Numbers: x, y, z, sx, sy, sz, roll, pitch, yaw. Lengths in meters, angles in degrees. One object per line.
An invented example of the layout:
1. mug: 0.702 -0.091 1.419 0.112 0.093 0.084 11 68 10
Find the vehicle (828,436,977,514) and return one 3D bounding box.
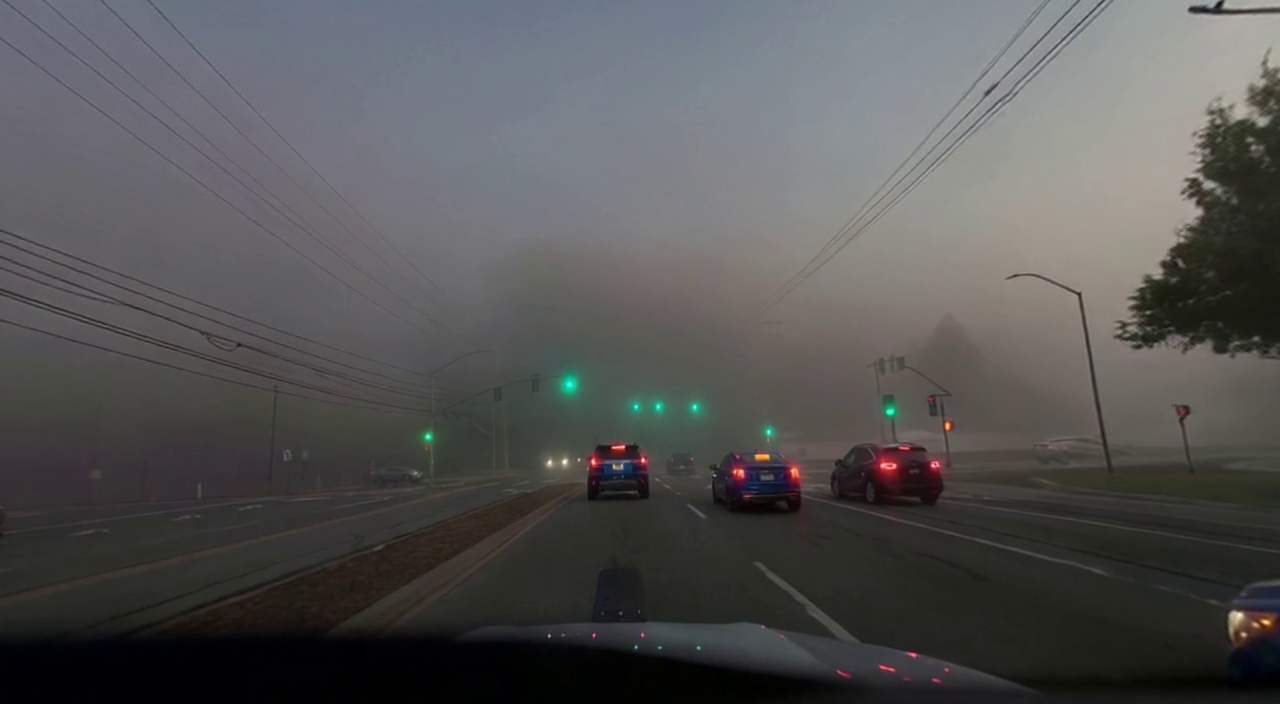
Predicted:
1. vehicle: 6.652 3.144 16.650 1.929 1.753 4.396 0 -9 -2

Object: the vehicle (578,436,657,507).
1. vehicle: -0.685 3.724 20.120 2.231 1.998 4.254 0 -9 -1

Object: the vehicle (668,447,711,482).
1. vehicle: 2.672 6.185 35.005 1.915 1.765 4.047 0 -9 -2

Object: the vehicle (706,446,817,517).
1. vehicle: 2.994 3.281 16.592 1.880 1.579 4.401 0 -9 -2
